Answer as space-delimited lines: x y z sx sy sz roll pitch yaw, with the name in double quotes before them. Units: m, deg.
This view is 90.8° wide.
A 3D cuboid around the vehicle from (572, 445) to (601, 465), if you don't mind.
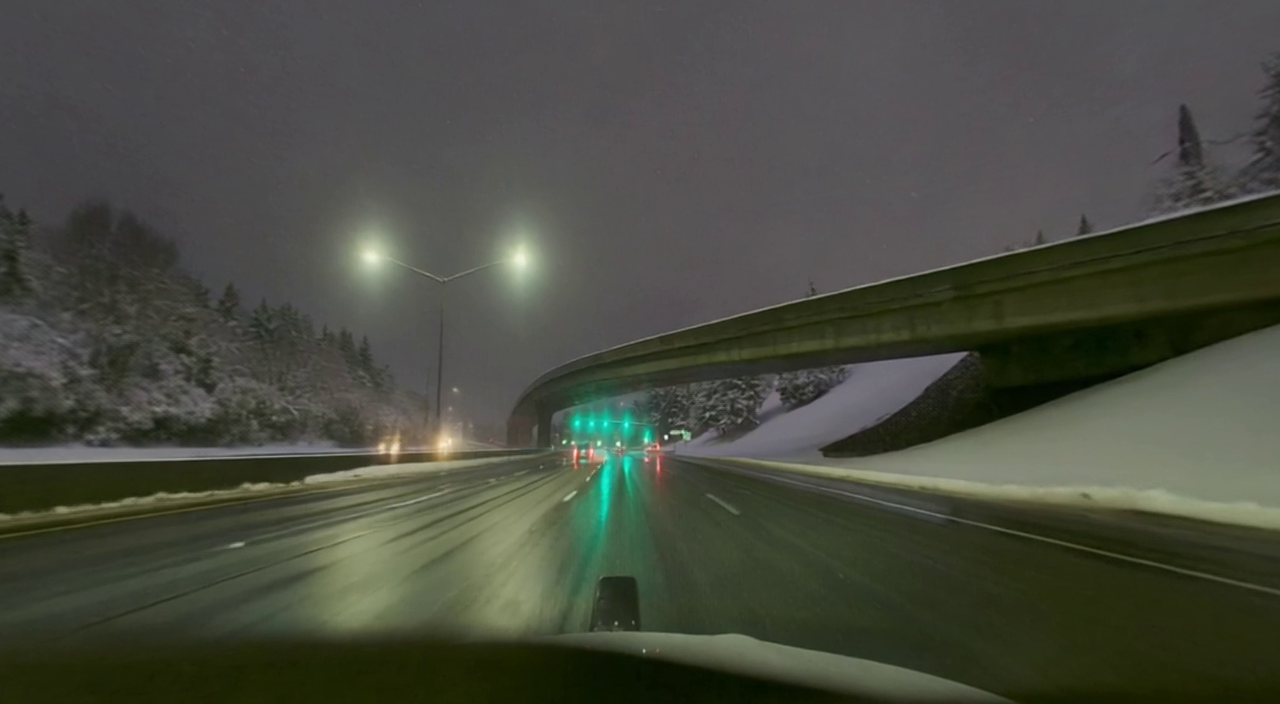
"vehicle" -4.152 8.125 49.983 2.037 1.514 4.335 0 -9 -1
